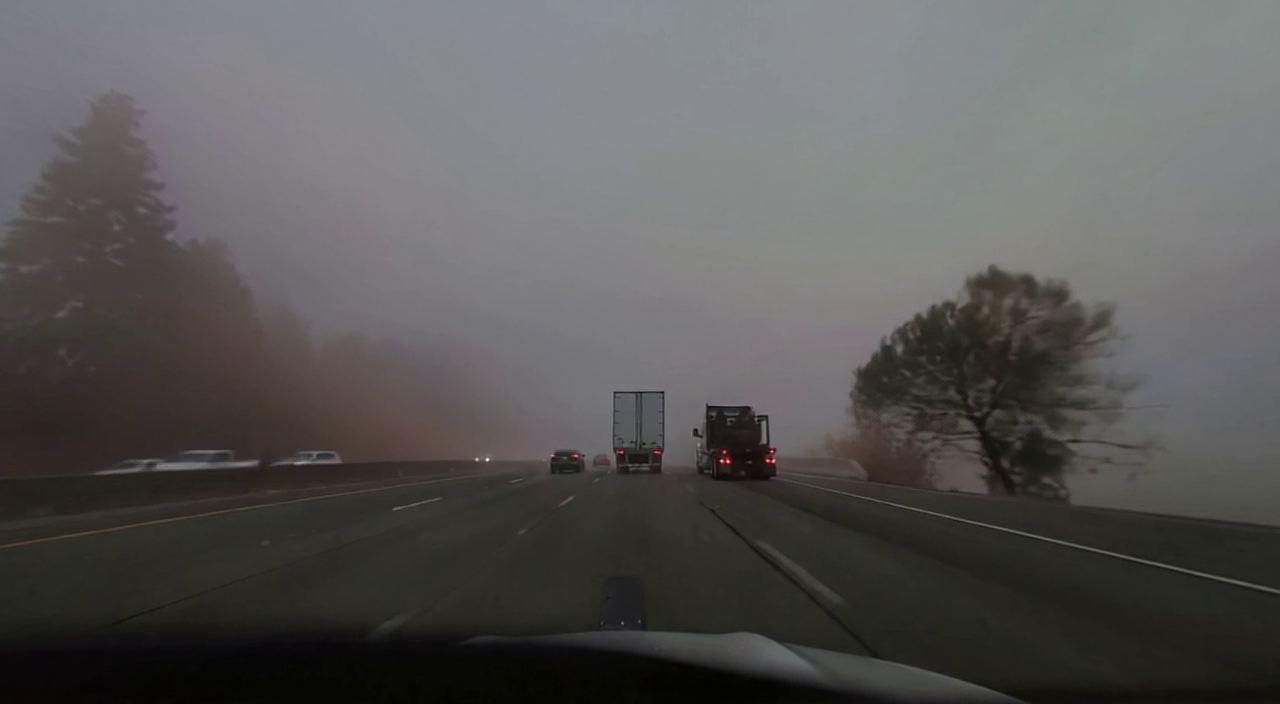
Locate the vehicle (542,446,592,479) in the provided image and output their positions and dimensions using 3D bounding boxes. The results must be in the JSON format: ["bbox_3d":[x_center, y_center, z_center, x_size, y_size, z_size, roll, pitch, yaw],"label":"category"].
[{"bbox_3d":[-3.668,5.625,32.352,2.061,1.555,3.900,0,-9,0],"label":"vehicle"}]

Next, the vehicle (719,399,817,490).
[{"bbox_3d":[4.360,3.268,22.309,2.565,2.902,3.798,0,-9,-1],"label":"vehicle"}]

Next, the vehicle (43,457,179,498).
[{"bbox_3d":[-22.276,5.275,26.806,1.905,1.516,4.417,0,-9,0],"label":"vehicle"}]

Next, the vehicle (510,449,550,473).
[{"bbox_3d":[-7.362,7.303,42.482,1.926,1.482,3.959,0,-9,1],"label":"vehicle"}]

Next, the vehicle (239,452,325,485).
[{"bbox_3d":[-19.861,6.432,35.197,1.896,1.688,4.685,-1,-9,2],"label":"vehicle"}]

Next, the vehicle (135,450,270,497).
[{"bbox_3d":[-15.310,4.236,22.381,1.809,1.473,4.083,0,-9,0],"label":"vehicle"}]

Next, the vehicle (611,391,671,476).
[{"bbox_3d":[-0.049,4.879,36.621,2.875,4.056,12.312,0,-9,-1],"label":"vehicle"}]
